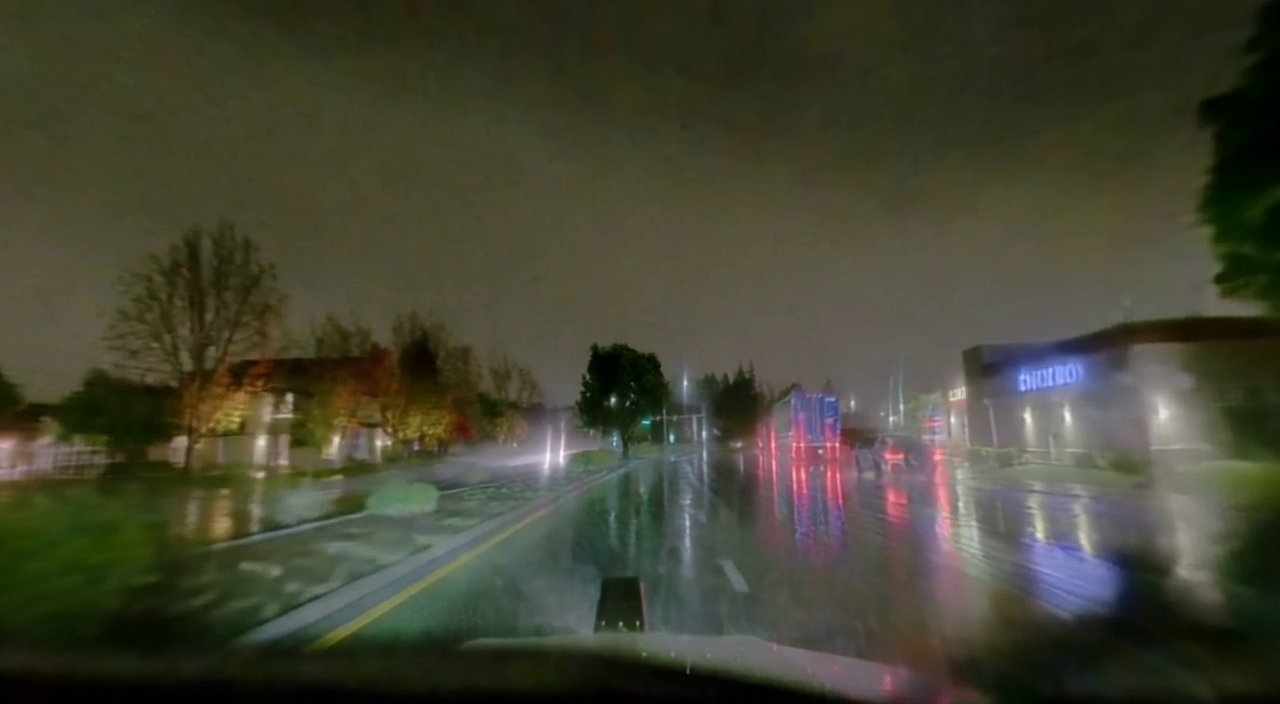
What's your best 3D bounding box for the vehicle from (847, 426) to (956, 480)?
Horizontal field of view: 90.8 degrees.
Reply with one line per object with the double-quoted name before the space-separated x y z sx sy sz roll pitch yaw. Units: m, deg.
"vehicle" 10.419 4.092 25.806 2.200 1.944 5.935 0 -8 3
